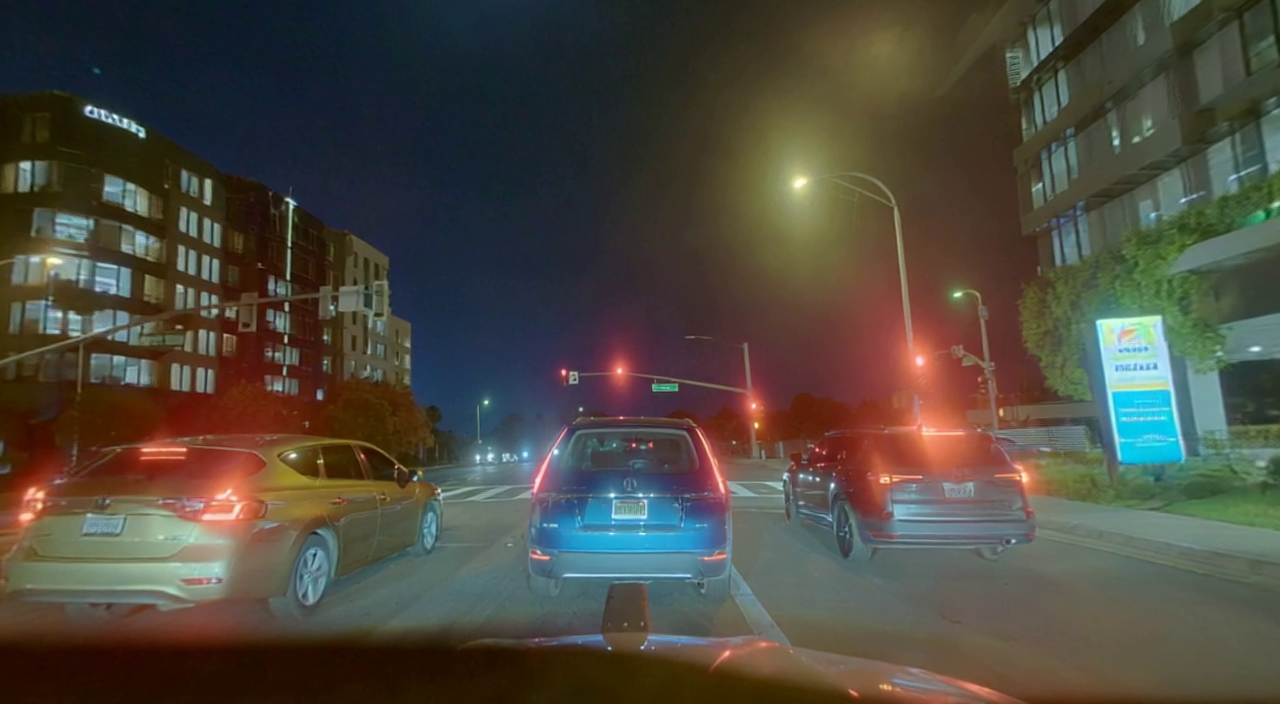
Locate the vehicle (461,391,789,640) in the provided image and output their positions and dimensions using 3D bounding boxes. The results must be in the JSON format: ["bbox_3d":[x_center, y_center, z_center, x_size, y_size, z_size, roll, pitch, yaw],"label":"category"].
[{"bbox_3d":[-0.111,1.414,6.442,2.195,1.662,4.262,0,-8,0],"label":"vehicle"}]

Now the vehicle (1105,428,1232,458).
[{"bbox_3d":[26.612,4.619,31.839,4.723,1.460,1.904,0,-8,-2],"label":"vehicle"}]

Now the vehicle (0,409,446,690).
[{"bbox_3d":[-3.545,1.423,5.823,1.906,1.524,4.547,0,-8,2],"label":"vehicle"}]

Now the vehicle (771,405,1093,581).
[{"bbox_3d":[3.219,1.662,8.258,2.004,1.646,4.554,0,-8,0],"label":"vehicle"}]
